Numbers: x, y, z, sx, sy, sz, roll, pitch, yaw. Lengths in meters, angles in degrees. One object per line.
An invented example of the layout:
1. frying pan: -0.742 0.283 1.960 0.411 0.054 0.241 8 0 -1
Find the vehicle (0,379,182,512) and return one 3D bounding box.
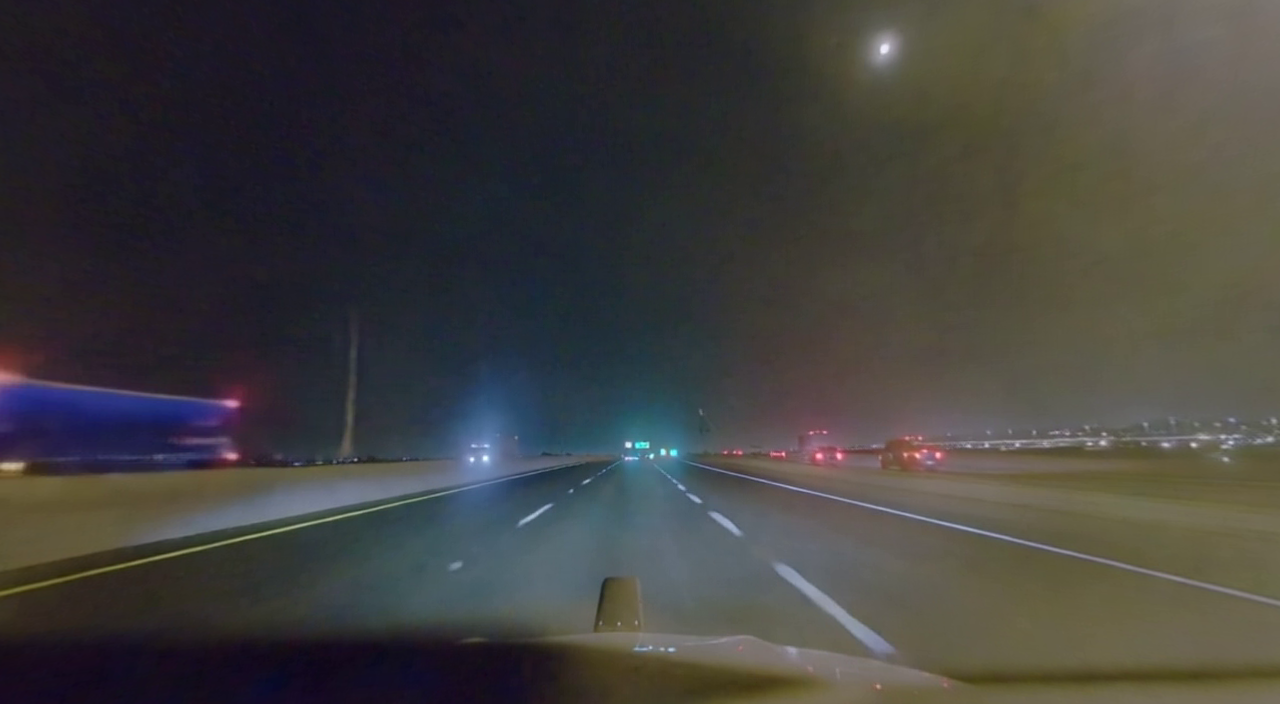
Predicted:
1. vehicle: -20.205 2.977 19.805 2.764 3.867 11.794 0 -9 -1
